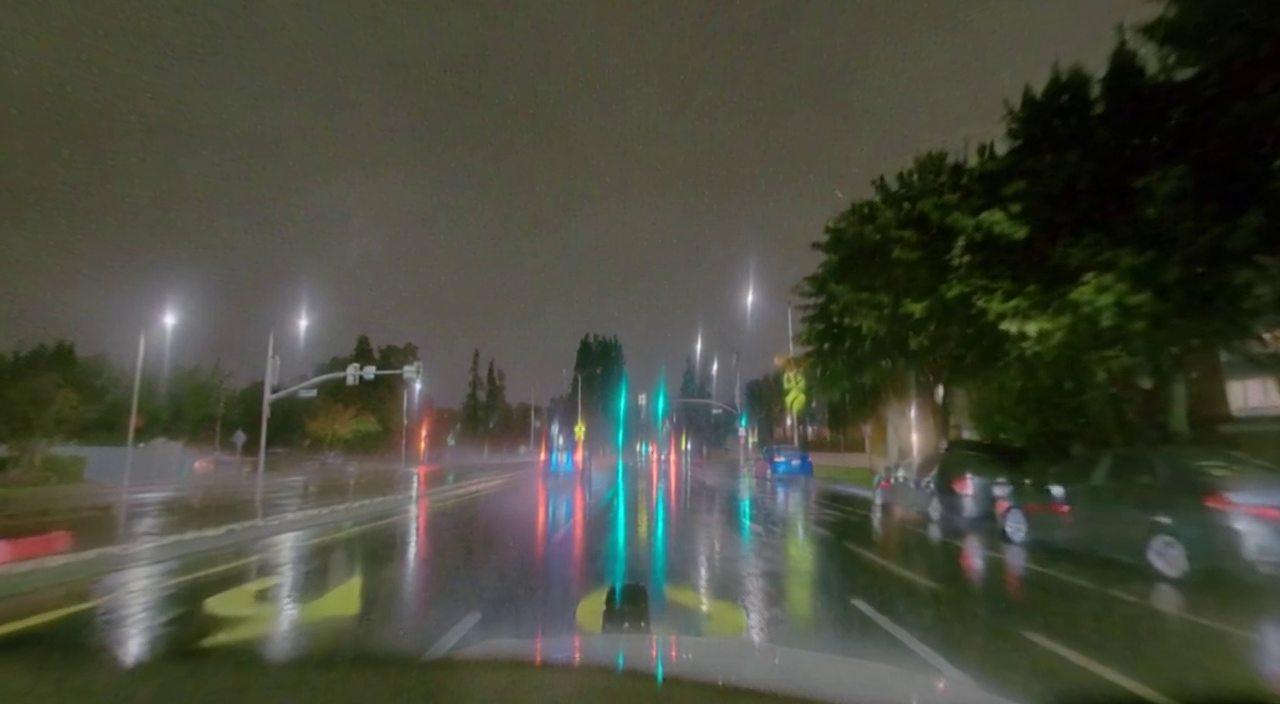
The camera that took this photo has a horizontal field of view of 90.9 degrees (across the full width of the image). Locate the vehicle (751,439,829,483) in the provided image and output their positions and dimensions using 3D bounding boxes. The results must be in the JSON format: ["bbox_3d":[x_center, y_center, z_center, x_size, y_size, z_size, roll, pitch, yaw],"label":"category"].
[{"bbox_3d":[6.379,4.695,27.438,2.038,1.687,4.985,0,-9,-2],"label":"vehicle"}]

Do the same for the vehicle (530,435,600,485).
[{"bbox_3d":[-2.853,4.272,25.183,2.150,1.812,4.423,0,-9,1],"label":"vehicle"}]

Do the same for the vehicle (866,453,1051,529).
[{"bbox_3d":[6.209,2.728,12.874,1.784,1.253,3.905,0,-9,1],"label":"vehicle"}]

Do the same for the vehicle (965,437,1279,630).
[{"bbox_3d":[5.983,1.769,7.270,1.871,1.485,5.074,0,-9,1],"label":"vehicle"}]

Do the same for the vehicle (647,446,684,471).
[{"bbox_3d":[1.512,6.524,38.800,2.075,1.480,3.920,0,-9,0],"label":"vehicle"}]
